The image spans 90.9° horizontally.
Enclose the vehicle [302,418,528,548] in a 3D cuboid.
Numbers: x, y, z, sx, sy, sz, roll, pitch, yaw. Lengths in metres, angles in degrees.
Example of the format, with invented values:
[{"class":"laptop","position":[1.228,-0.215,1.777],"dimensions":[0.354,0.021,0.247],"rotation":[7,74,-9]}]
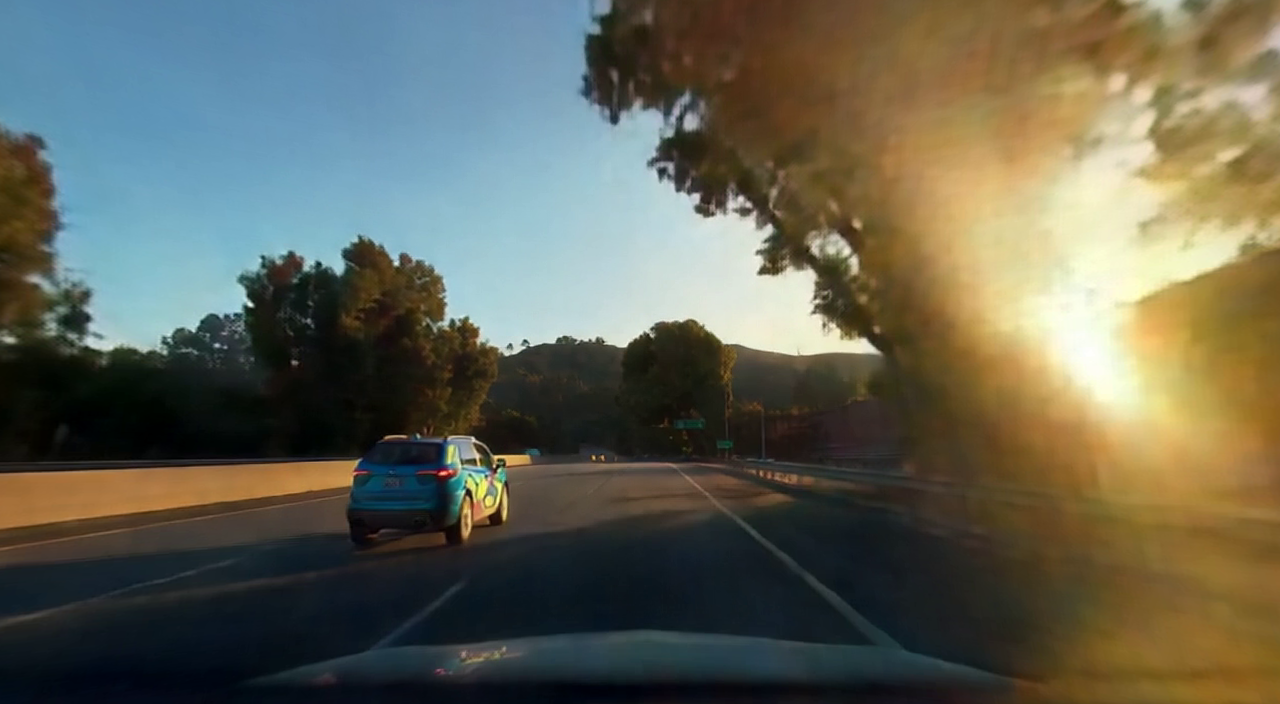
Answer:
[{"class":"vehicle","position":[-3.573,2.176,11.217],"dimensions":[2.183,1.803,4.685],"rotation":[0,-8,1]}]
